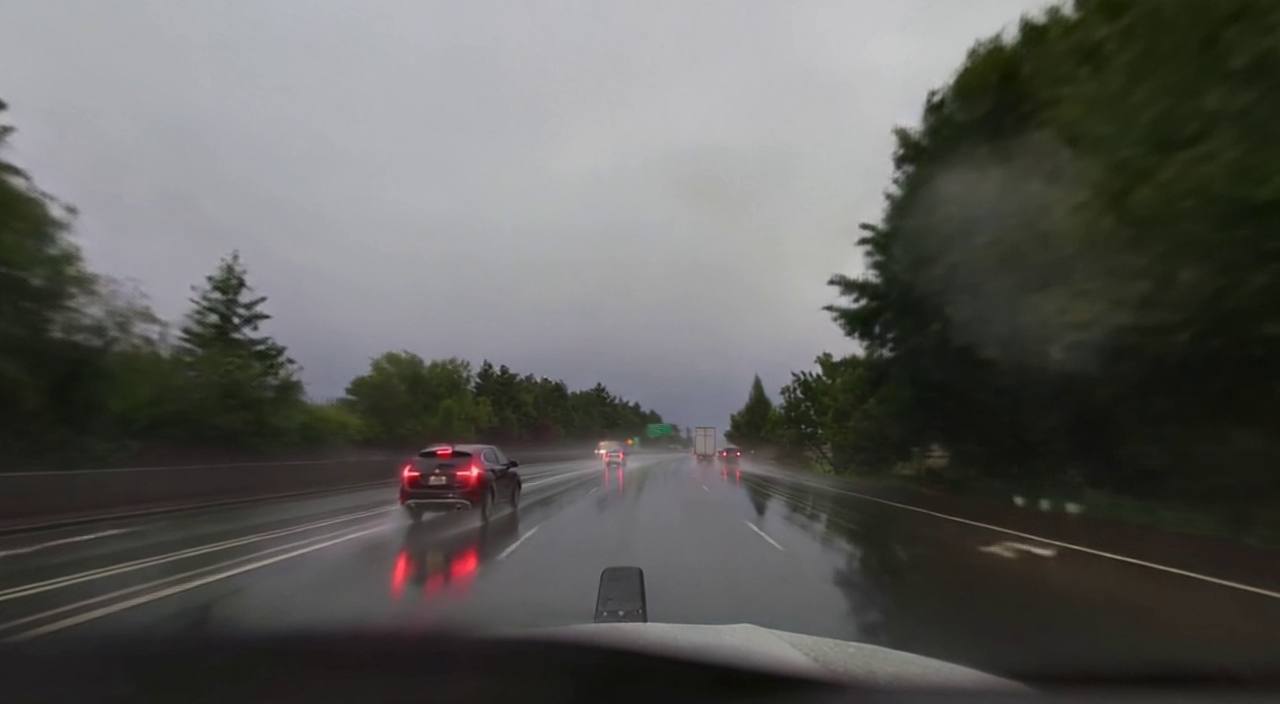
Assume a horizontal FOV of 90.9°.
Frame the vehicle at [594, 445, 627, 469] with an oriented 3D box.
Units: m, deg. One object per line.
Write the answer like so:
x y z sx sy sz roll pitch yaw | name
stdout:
-2.135 7.796 47.047 2.017 1.683 4.309 0 -9 3 | vehicle

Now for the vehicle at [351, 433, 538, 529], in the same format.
-3.535 2.455 12.572 2.085 1.530 4.809 0 -9 1 | vehicle

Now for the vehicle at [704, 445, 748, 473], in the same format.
5.077 6.386 37.711 2.176 1.598 3.878 0 -9 1 | vehicle
